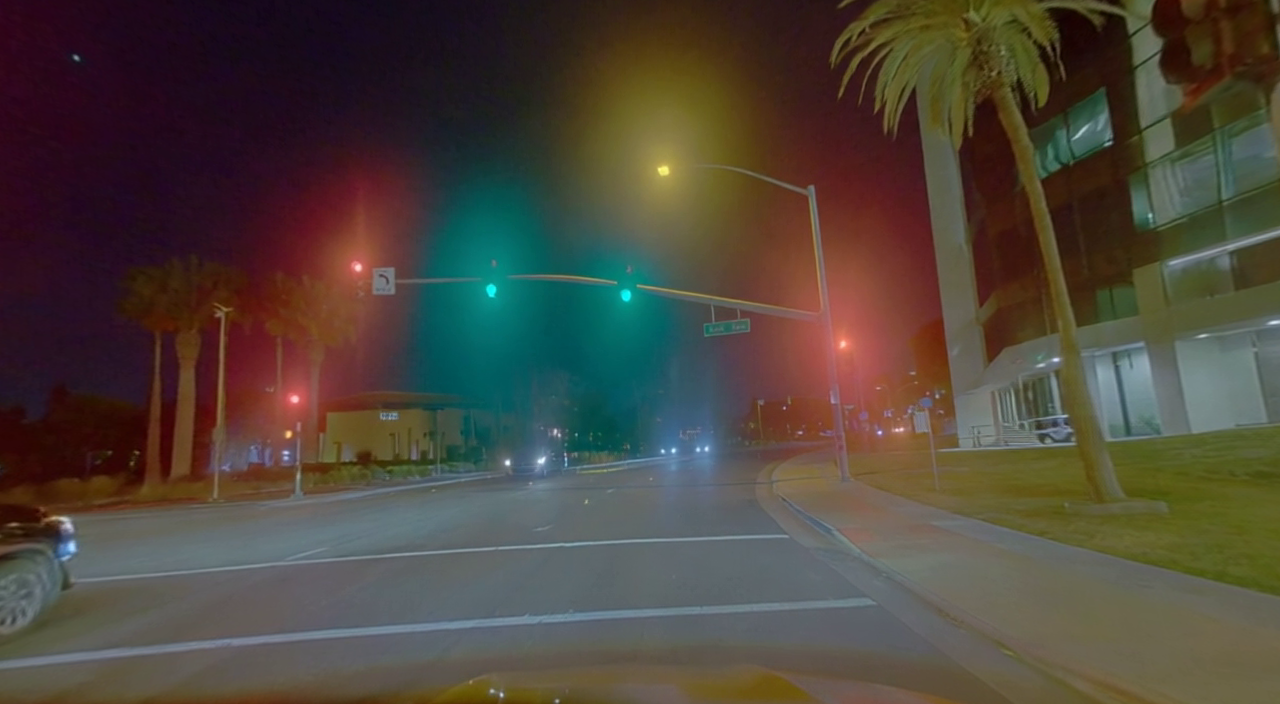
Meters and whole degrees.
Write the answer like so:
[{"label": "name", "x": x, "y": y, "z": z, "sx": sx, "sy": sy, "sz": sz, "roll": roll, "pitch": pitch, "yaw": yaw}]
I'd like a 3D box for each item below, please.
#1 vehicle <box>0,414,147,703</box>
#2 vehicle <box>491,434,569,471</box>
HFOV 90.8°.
[{"label": "vehicle", "x": -3.339, "y": 0.732, "z": 0.638, "sx": 2.071, "sy": 1.482, "sz": 4.446, "roll": 0, "pitch": -9, "yaw": 0}, {"label": "vehicle", "x": -5.702, "y": 5.307, "z": 33.460, "sx": 2.181, "sy": 1.792, "sz": 4.648, "roll": -3, "pitch": -9, "yaw": 16}]
